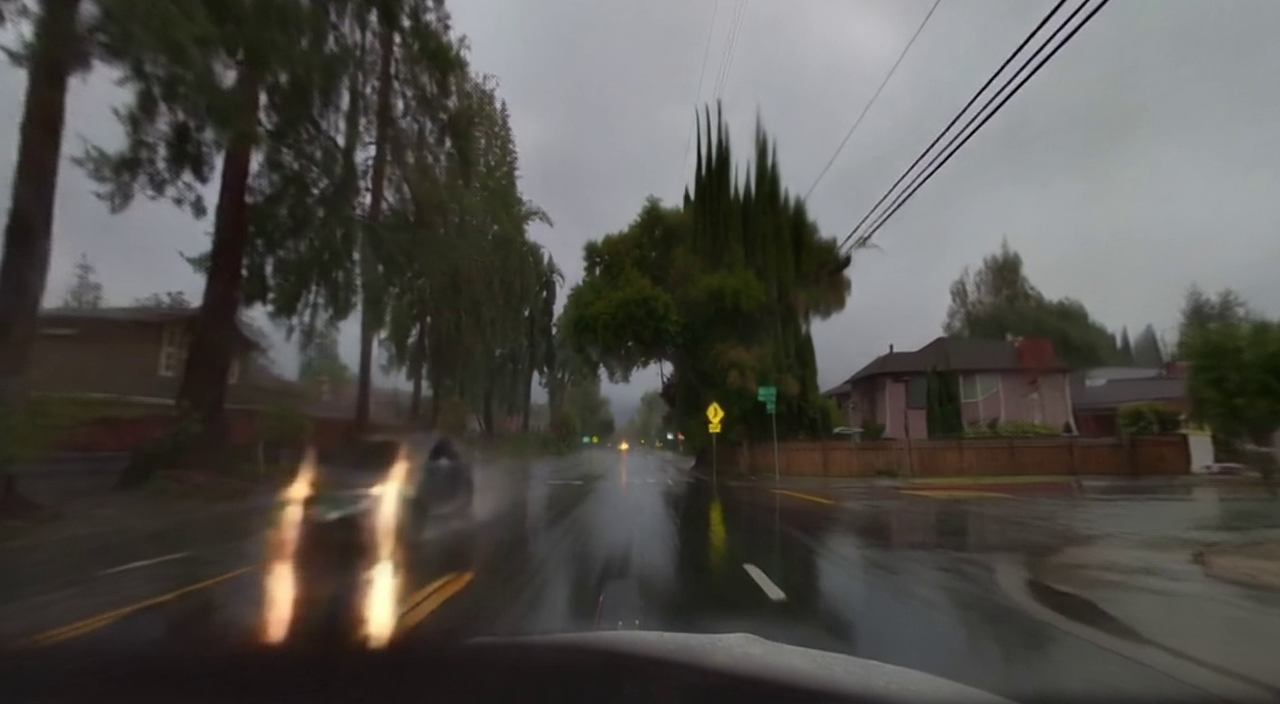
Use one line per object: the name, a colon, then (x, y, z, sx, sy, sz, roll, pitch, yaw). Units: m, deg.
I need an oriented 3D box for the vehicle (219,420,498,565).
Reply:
vehicle: (-4.043, 2.111, 10.299, 2.267, 1.768, 4.911, 0, -9, 0)
